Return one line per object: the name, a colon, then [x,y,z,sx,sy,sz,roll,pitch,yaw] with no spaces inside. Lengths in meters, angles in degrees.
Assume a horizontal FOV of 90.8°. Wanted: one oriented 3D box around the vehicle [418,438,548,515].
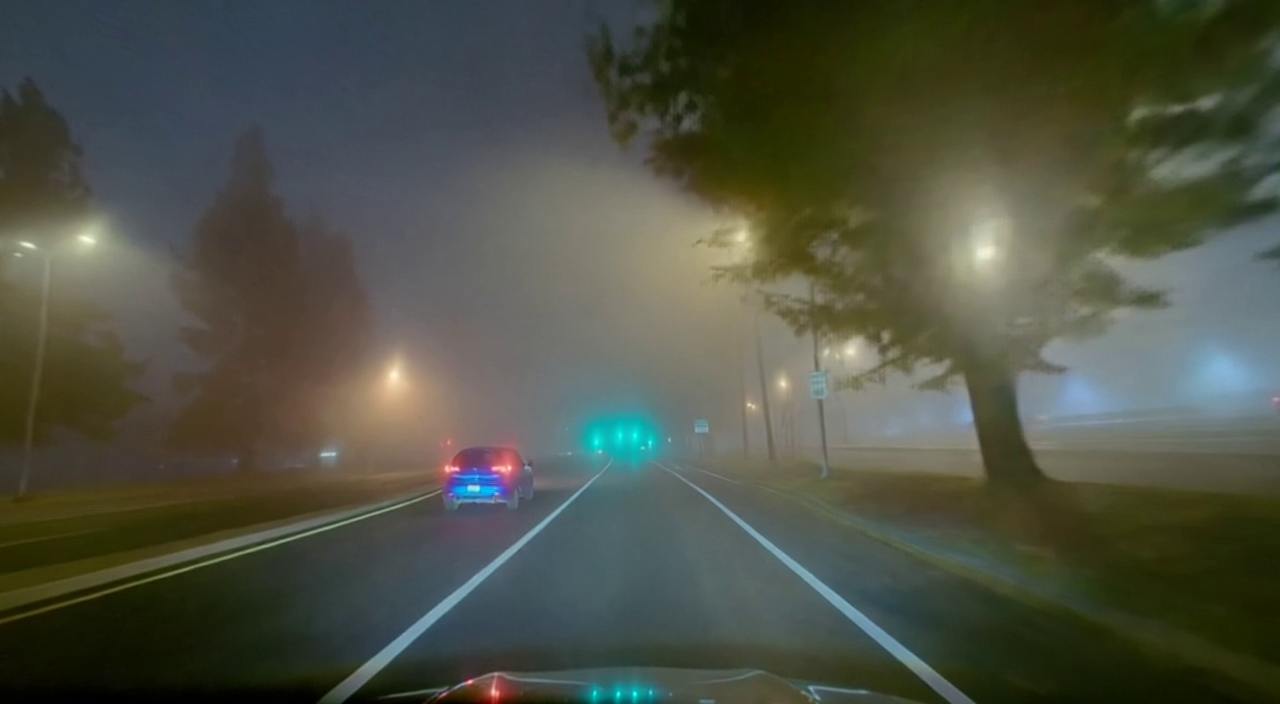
vehicle: [-3.367,2.740,14.426,1.964,1.472,4.078,0,-8,-1]
